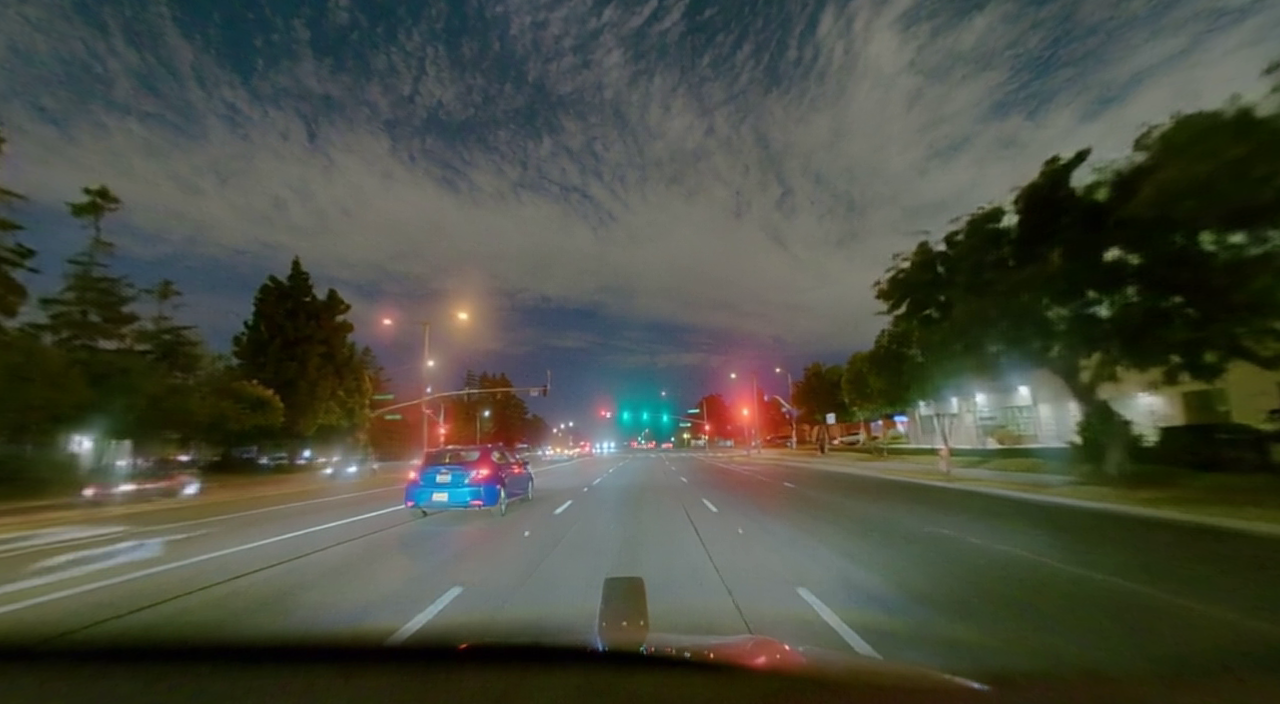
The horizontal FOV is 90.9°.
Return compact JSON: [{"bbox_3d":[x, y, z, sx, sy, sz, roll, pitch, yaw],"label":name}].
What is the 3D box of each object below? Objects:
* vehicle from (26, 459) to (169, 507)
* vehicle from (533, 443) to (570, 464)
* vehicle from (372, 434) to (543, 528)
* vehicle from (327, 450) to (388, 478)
[{"bbox_3d":[-22.006,5.285,25.851,1.982,1.656,4.316,0,-9,1],"label":"vehicle"},{"bbox_3d":[-6.441,7.424,46.114,2.006,1.461,4.476,0,-9,1],"label":"vehicle"},{"bbox_3d":[-3.248,2.385,12.274,1.924,1.480,4.421,0,-9,1],"label":"vehicle"},{"bbox_3d":[-17.726,7.044,39.772,1.832,1.628,4.222,0,-9,1],"label":"vehicle"}]
